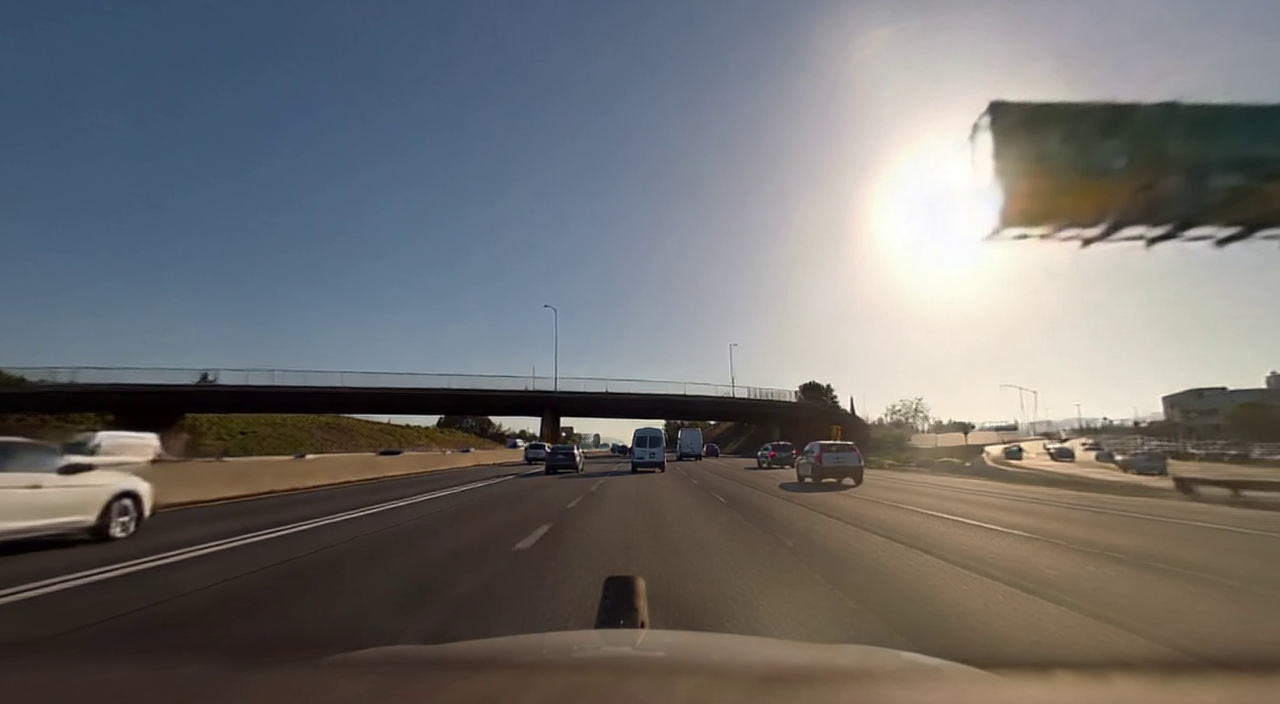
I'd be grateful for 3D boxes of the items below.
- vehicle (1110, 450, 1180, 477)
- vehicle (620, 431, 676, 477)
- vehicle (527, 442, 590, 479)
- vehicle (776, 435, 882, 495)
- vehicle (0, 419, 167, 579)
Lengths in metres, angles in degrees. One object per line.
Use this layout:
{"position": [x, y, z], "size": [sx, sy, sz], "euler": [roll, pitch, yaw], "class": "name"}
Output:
{"position": [35.305, 7.756, 44.194], "size": [2.039, 1.718, 4.674], "euler": [-2, -9, 15], "class": "vehicle"}
{"position": [0.377, 4.919, 30.539], "size": [2.509, 2.062, 4.639], "euler": [0, -9, 1], "class": "vehicle"}
{"position": [-3.671, 4.990, 29.167], "size": [2.173, 1.542, 4.781], "euler": [0, -9, 1], "class": "vehicle"}
{"position": [5.883, 3.570, 20.229], "size": [2.146, 1.678, 4.489], "euler": [0, -9, 2], "class": "vehicle"}
{"position": [-7.629, 1.491, 6.374], "size": [2.108, 1.619, 4.548], "euler": [0, -9, 0], "class": "vehicle"}
